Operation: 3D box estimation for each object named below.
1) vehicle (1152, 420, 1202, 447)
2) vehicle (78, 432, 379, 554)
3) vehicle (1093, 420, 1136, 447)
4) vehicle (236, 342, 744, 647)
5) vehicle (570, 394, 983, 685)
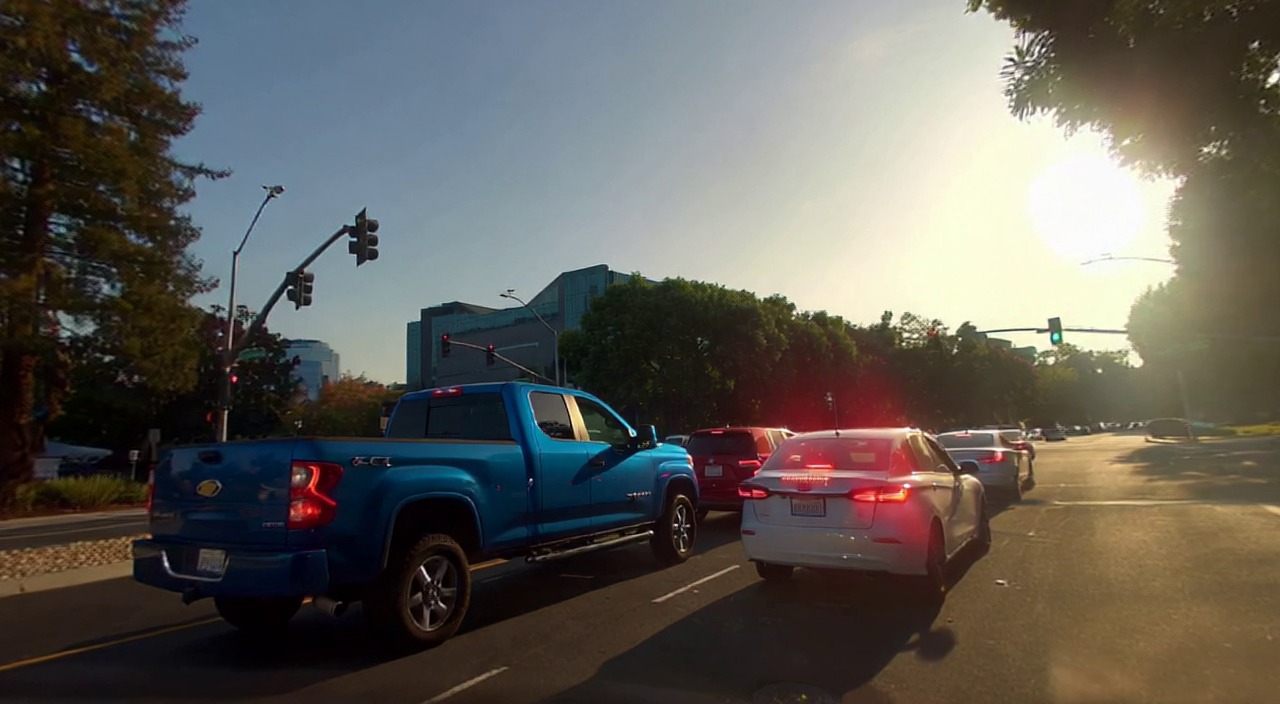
[{"bbox_3d":[35.774,5.477,42.182,2.183,1.714,4.491,-6,-11,37],"label":"vehicle"},{"bbox_3d":[-8.382,2.800,13.422,2.174,2.057,4.738,-6,-10,33],"label":"vehicle"},{"bbox_3d":[32.808,5.678,43.712,2.160,1.790,4.303,-6,-10,35],"label":"vehicle"},{"bbox_3d":[-0.870,1.401,7.471,2.272,2.016,6.146,-5,-10,27],"label":"vehicle"},{"bbox_3d":[1.717,1.378,5.991,2.027,1.549,4.801,-6,-10,35],"label":"vehicle"}]
